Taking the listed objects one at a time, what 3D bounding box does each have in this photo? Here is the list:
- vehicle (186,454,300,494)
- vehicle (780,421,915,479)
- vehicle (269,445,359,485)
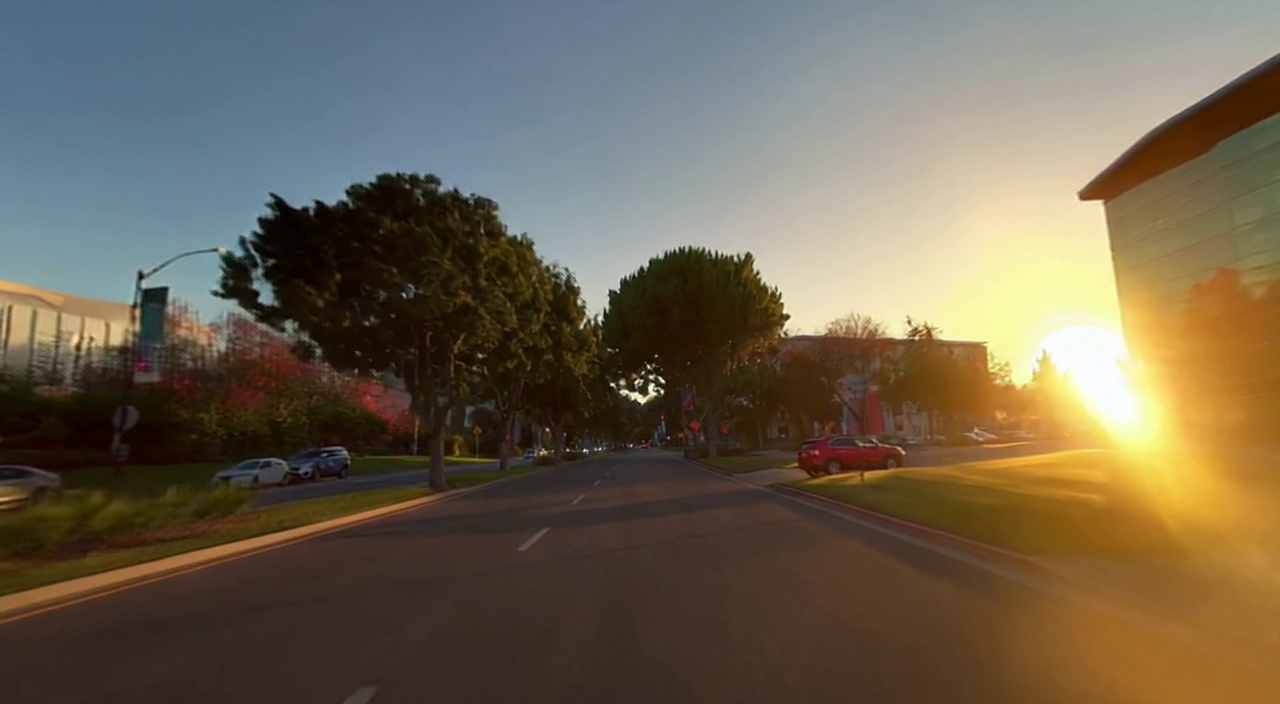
[{"bbox_3d":[-17.402,5.326,27.857,1.873,1.544,4.794,0,-8,1],"label":"vehicle"},{"bbox_3d":[8.682,4.145,26.629,4.716,1.672,2.330,-8,-8,-2],"label":"vehicle"},{"bbox_3d":[-17.262,5.959,33.574,2.301,1.821,4.731,-4,-8,1],"label":"vehicle"}]
